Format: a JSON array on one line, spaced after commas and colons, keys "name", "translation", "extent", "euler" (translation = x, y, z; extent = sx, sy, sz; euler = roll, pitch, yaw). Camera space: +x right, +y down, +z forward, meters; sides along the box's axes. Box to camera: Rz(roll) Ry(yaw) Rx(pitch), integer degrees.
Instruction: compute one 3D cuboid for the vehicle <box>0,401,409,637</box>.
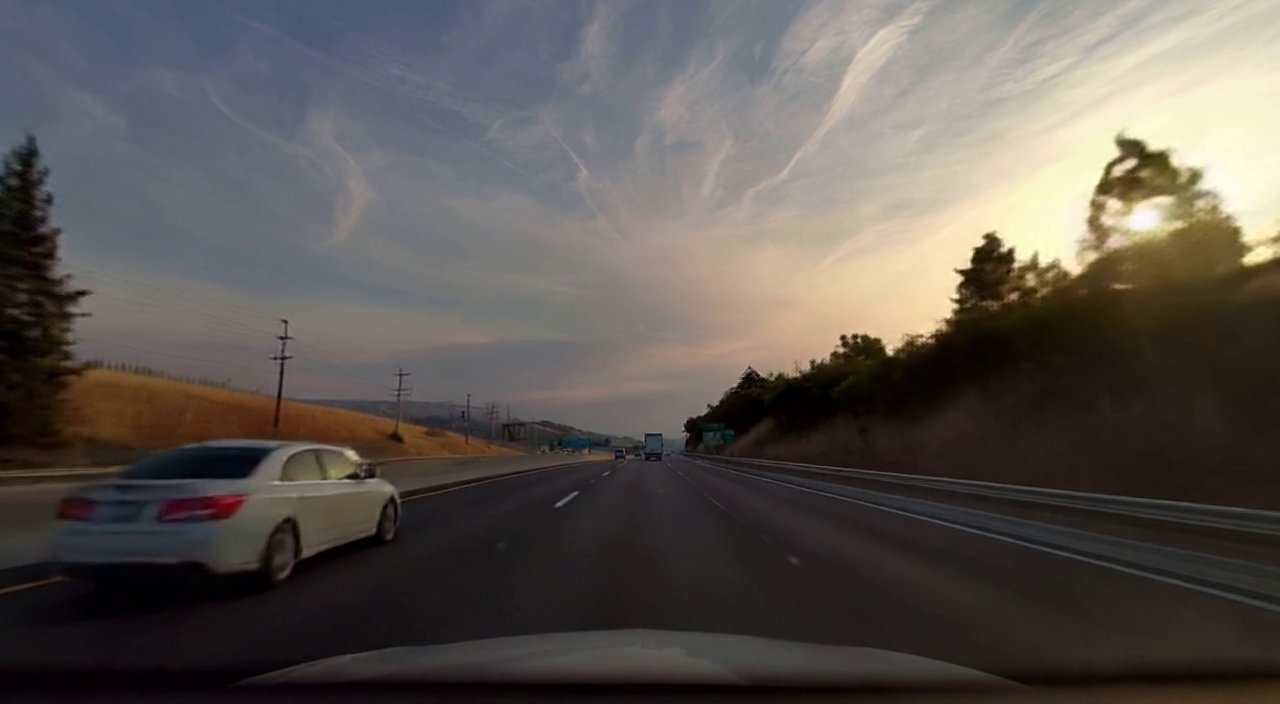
[{"name": "vehicle", "translation": [-4.135, 1.445, 6.400], "extent": [2.035, 1.595, 4.022], "euler": [0, -9, 0]}]
